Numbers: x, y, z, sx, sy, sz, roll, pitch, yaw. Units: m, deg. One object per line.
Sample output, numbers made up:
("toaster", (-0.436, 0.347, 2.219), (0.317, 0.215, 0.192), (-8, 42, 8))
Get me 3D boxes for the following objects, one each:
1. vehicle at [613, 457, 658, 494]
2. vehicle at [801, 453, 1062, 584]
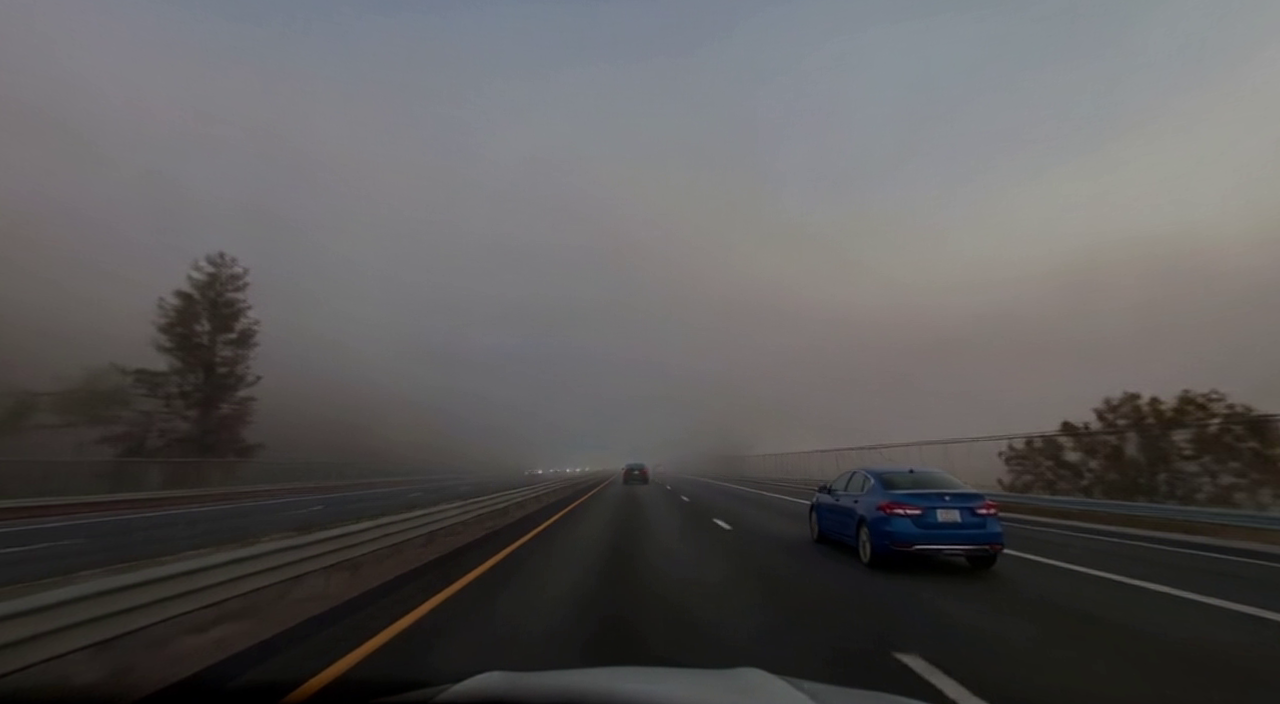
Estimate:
("vehicle", (-0.243, 6.015, 30.813), (2.037, 1.605, 3.833), (1, -11, 0))
("vehicle", (3.952, 2.344, 9.487), (1.938, 1.494, 4.032), (1, -11, -1))
